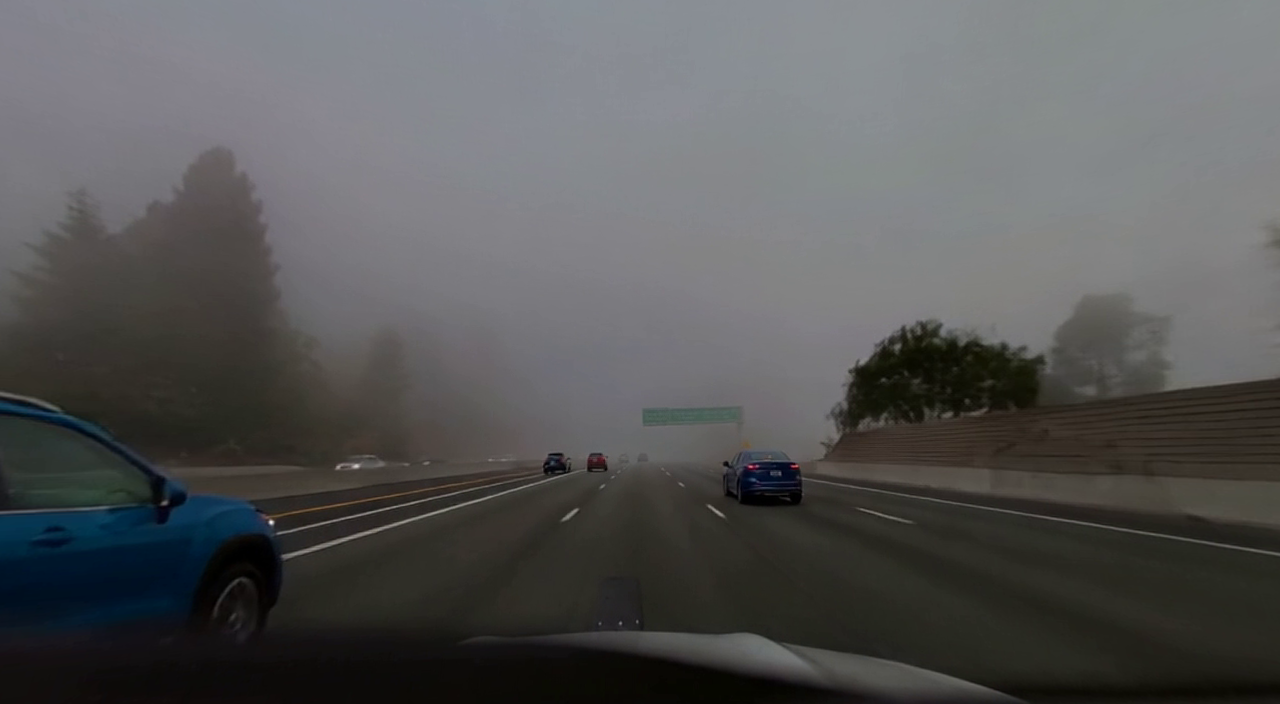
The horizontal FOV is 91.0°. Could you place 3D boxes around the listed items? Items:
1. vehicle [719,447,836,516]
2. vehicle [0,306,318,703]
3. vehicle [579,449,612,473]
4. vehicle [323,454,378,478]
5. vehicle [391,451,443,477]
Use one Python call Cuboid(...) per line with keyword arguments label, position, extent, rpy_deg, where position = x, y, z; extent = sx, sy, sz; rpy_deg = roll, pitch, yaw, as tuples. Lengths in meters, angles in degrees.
Cuboid(label="vehicle", position=(3.272, 3.161, 15.905), extent=(1.979, 1.486, 4.125), rpy_deg=(0, -9, -1))
Cuboid(label="vehicle", position=(-3.170, 0.688, 1.773), extent=(2.137, 1.756, 4.453), rpy_deg=(0, -9, 0))
Cuboid(label="vehicle", position=(-3.084, 7.634, 44.505), extent=(2.030, 1.563, 4.389), rpy_deg=(0, -9, 0))
Cuboid(label="vehicle", position=(-21.366, 8.402, 46.694), extent=(1.883, 1.620, 4.473), rpy_deg=(0, -9, 2))
Cuboid(label="vehicle", position=(-14.842, 7.433, 42.152), extent=(1.871, 1.575, 4.290), rpy_deg=(0, -9, 1))
